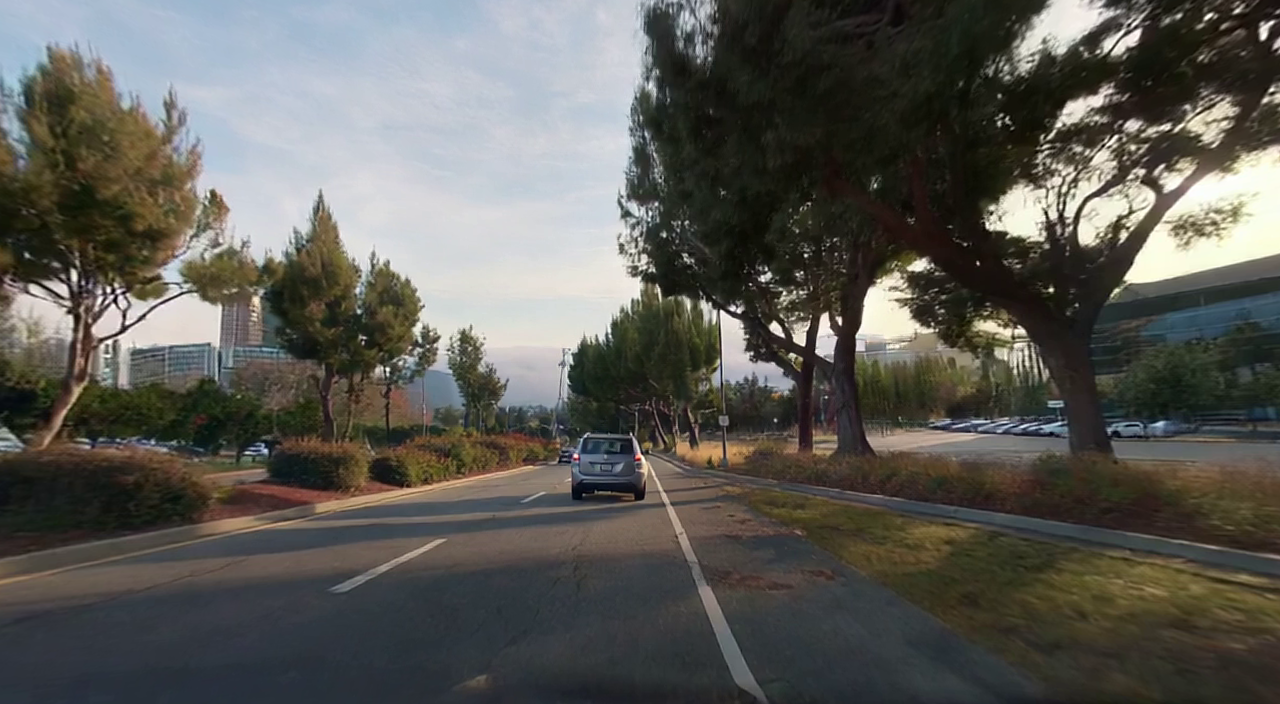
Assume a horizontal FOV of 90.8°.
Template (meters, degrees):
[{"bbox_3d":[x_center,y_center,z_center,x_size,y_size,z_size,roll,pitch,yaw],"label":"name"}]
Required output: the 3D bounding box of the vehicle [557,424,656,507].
[{"bbox_3d":[-0.729,2.766,15.824,2.131,1.761,4.242,0,-8,0],"label":"vehicle"}]
